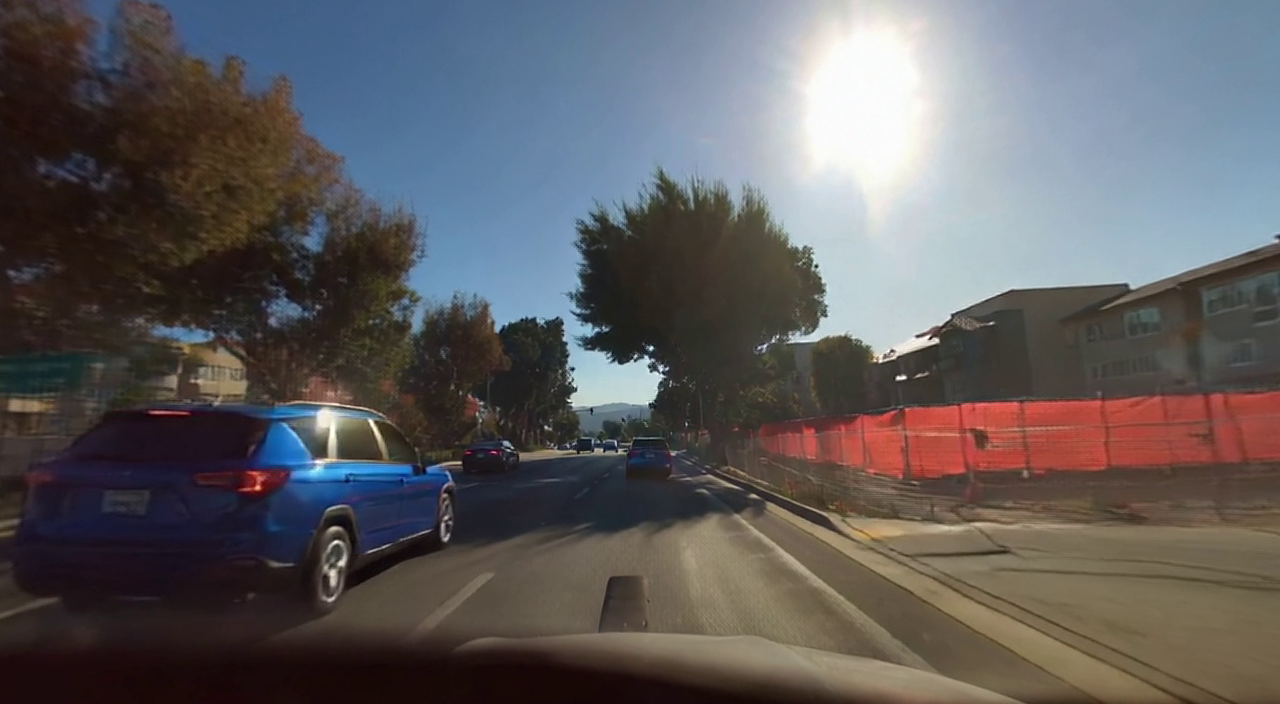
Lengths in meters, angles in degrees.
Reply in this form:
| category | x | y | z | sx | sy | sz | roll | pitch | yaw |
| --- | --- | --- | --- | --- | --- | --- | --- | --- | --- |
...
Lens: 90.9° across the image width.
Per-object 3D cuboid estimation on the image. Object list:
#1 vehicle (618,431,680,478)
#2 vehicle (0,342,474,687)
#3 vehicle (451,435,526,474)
| category | x | y | z | sx | sy | sz | roll | pitch | yaw |
| --- | --- | --- | --- | --- | --- | --- | --- | --- | --- |
| vehicle | 0.322 | 3.947 | 24.476 | 2.227 | 1.654 | 4.091 | 0 | -8 | 0 |
| vehicle | -3.384 | 1.210 | 5.919 | 2.157 | 1.824 | 4.986 | 0 | -8 | 1 |
| vehicle | -6.125 | 4.191 | 25.988 | 1.877 | 1.479 | 4.430 | 0 | -8 | 2 |
